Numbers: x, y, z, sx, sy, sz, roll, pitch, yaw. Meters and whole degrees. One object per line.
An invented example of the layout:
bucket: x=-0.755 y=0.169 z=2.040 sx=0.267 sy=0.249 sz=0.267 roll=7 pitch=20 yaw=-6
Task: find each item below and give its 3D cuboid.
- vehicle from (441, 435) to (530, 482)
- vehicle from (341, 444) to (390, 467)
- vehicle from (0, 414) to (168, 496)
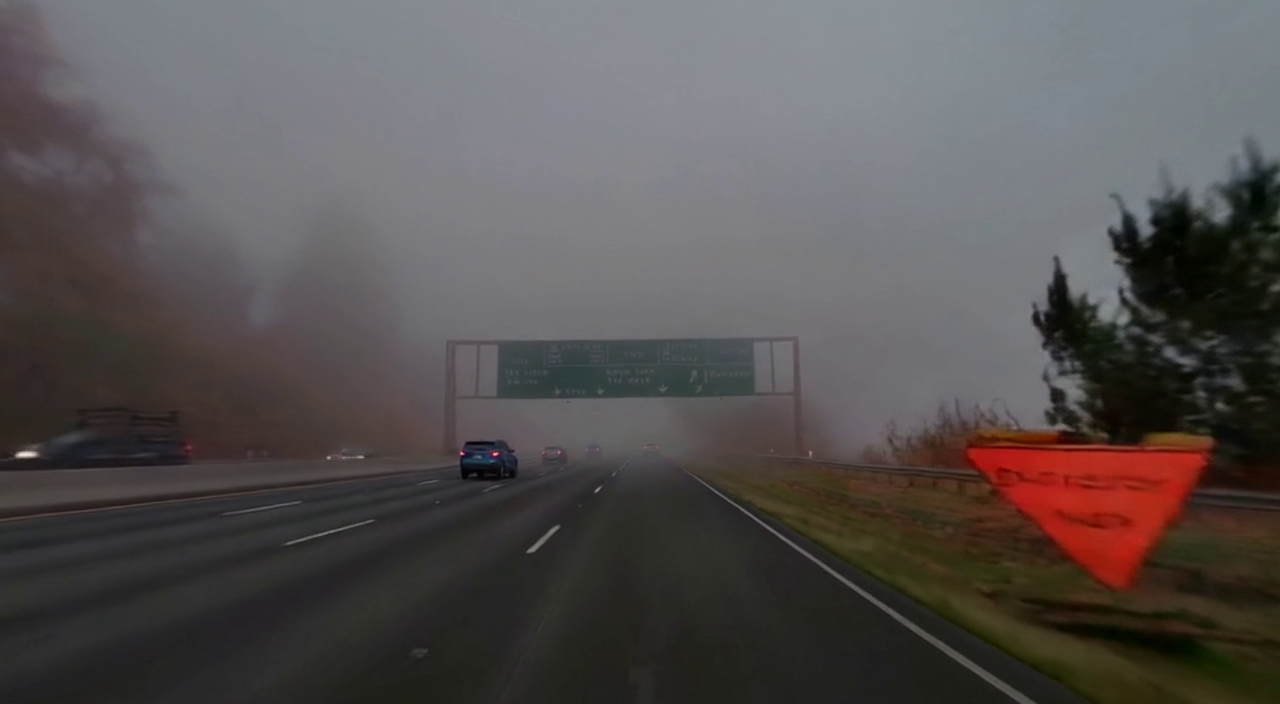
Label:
vehicle: x=-6.204 y=4.339 z=25.951 sx=2.402 sy=1.733 sz=4.512 roll=0 pitch=-9 yaw=2
vehicle: x=-18.233 y=6.867 z=42.009 sx=1.582 sy=1.440 sz=3.554 roll=0 pitch=-9 yaw=1
vehicle: x=-18.530 y=3.173 z=19.654 sx=2.592 sy=2.186 sz=6.335 roll=0 pitch=-9 yaw=1
